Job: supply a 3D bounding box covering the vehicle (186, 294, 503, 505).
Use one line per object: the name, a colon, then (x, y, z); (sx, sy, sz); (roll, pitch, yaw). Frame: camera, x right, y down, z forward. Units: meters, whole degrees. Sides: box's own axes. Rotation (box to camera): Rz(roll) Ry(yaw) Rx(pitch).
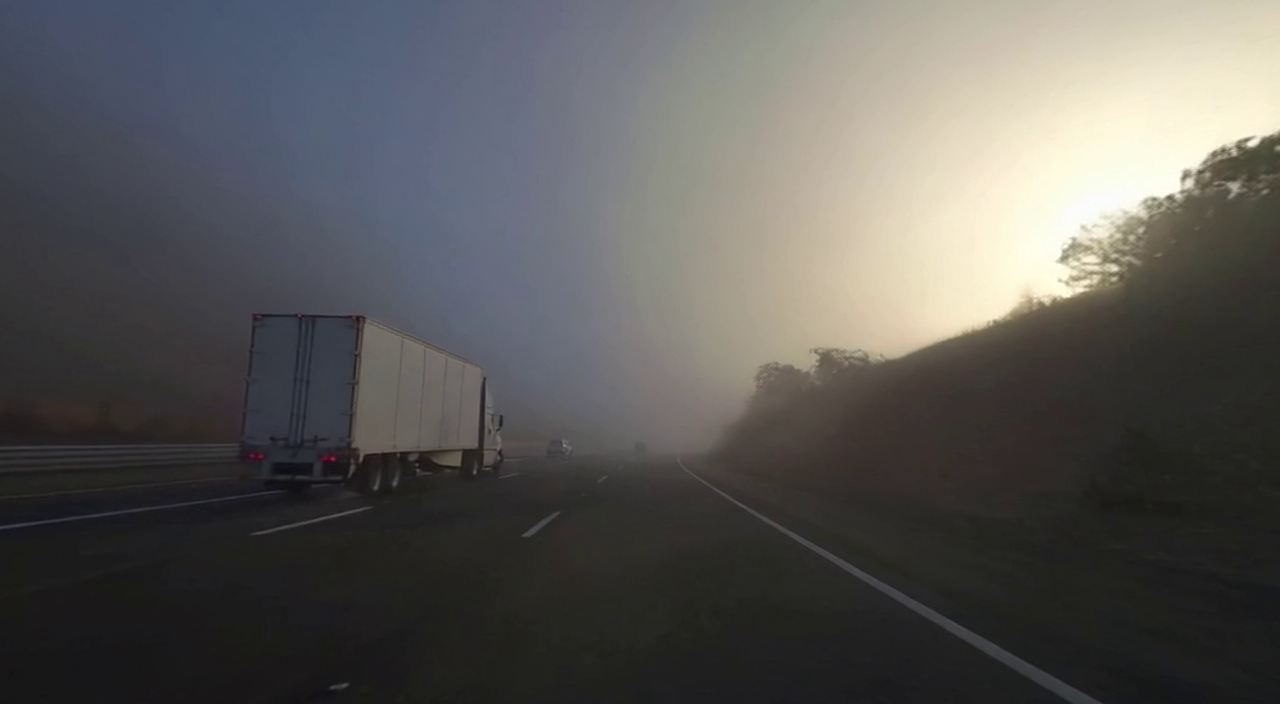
vehicle: (-6.522, 1.624, 16.933); (2.981, 3.860, 11.022); (0, -8, 1)
